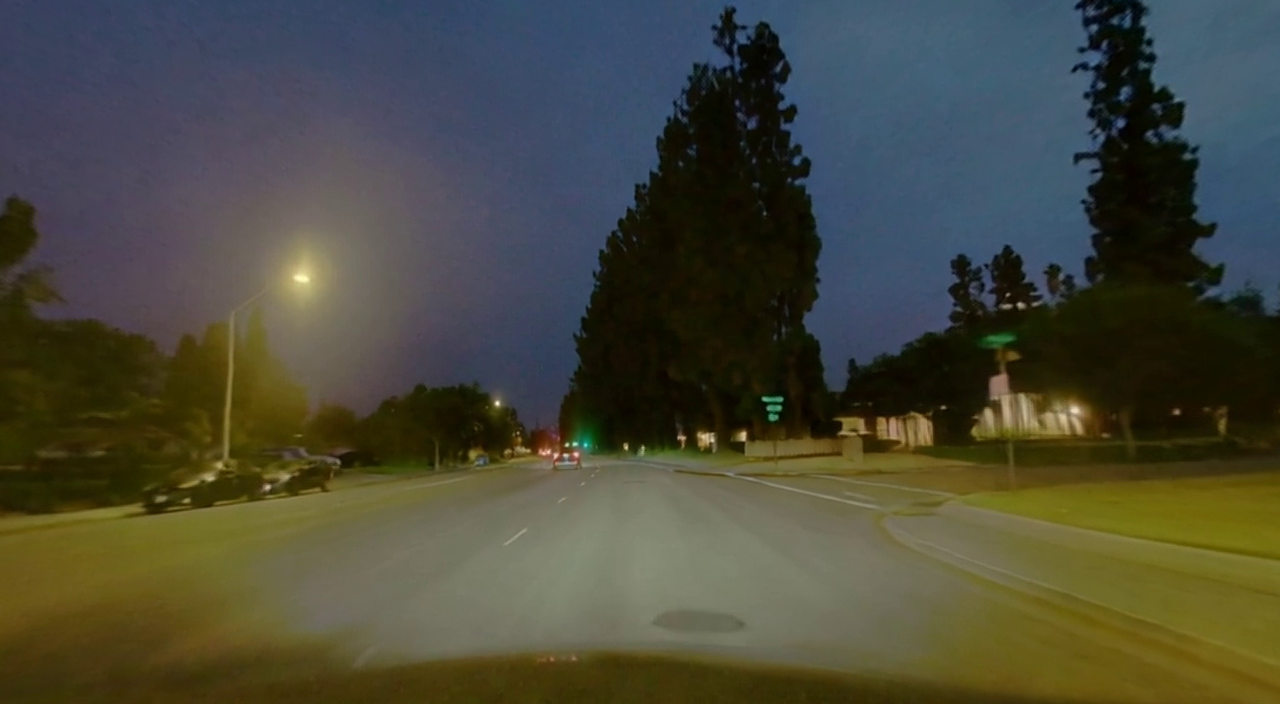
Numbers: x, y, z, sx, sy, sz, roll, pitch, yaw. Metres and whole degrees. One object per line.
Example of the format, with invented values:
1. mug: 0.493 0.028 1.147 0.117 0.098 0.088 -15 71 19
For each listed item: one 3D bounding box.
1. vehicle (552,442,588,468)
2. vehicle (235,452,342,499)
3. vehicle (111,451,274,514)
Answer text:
1. vehicle: -5.002 7.440 45.783 2.135 1.731 4.232 0 -9 -1
2. vehicle: -14.483 5.052 26.384 1.968 1.727 4.548 0 -8 -2
3. vehicle: -14.368 4.159 20.708 1.966 1.760 4.604 0 -8 -1
